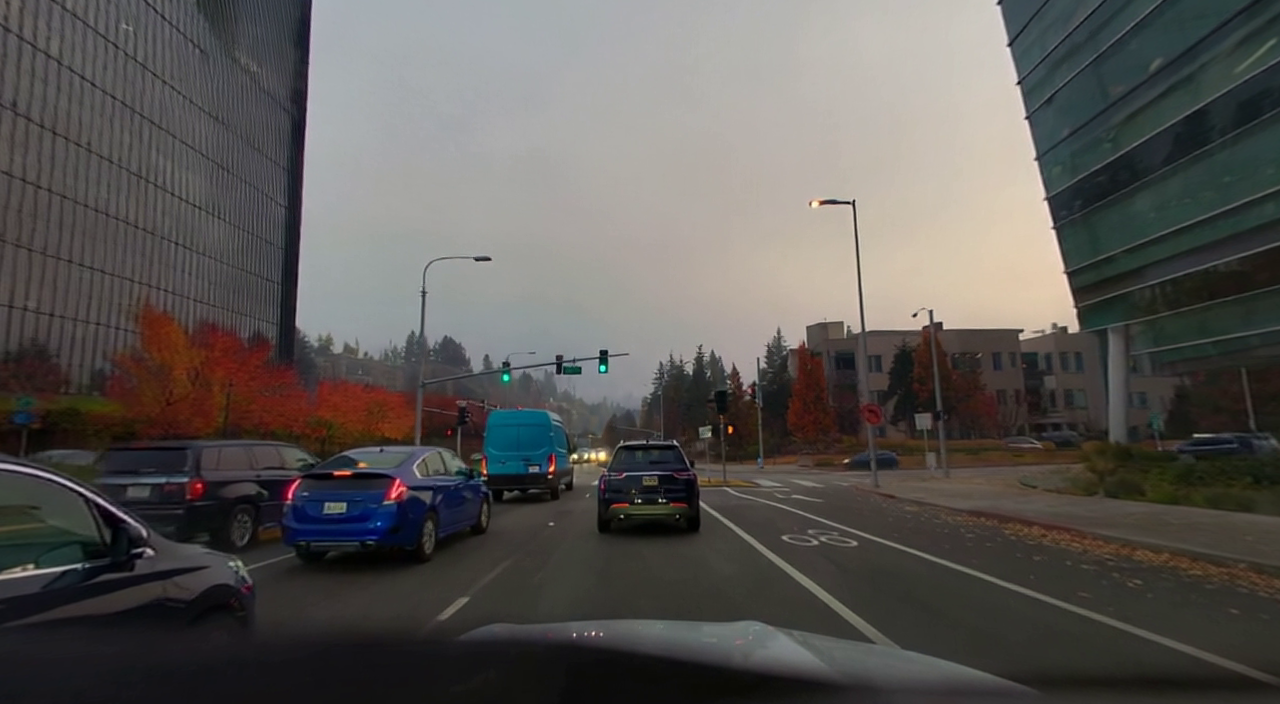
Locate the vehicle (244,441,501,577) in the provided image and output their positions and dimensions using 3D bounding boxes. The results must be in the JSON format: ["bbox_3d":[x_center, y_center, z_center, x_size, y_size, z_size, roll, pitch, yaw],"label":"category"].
[{"bbox_3d":[-3.506,2.116,9.271,1.955,1.499,4.223,0,-9,0],"label":"vehicle"}]

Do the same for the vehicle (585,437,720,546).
[{"bbox_3d":[0.163,2.336,11.058,1.979,1.562,3.630,0,-9,0],"label":"vehicle"}]

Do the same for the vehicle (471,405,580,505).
[{"bbox_3d":[-3.312,3.186,19.613,2.343,2.635,5.684,0,-9,0],"label":"vehicle"}]

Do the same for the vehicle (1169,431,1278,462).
[{"bbox_3d":[28.604,4.681,30.895,1.631,1.416,3.914,-1,-9,1],"label":"vehicle"}]

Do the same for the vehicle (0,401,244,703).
[{"bbox_3d":[-2.903,0.783,1.103,1.893,1.491,3.798,0,-9,0],"label":"vehicle"}]
